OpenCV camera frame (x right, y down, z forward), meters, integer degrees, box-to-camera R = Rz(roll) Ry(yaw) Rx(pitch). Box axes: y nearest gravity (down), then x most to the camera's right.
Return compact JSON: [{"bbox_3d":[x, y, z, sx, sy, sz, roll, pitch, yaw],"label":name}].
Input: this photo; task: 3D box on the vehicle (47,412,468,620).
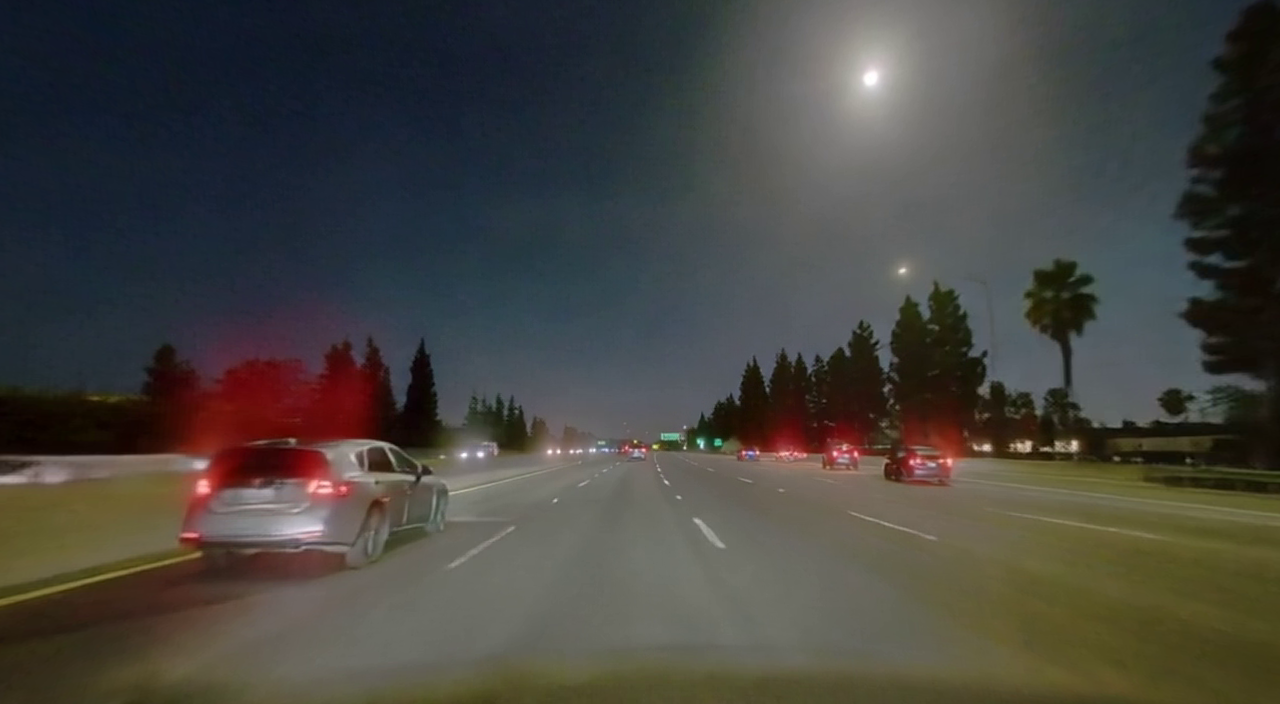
[{"bbox_3d":[-3.647,1.640,7.356,1.996,1.617,4.637,0,-9,0],"label":"vehicle"}]
